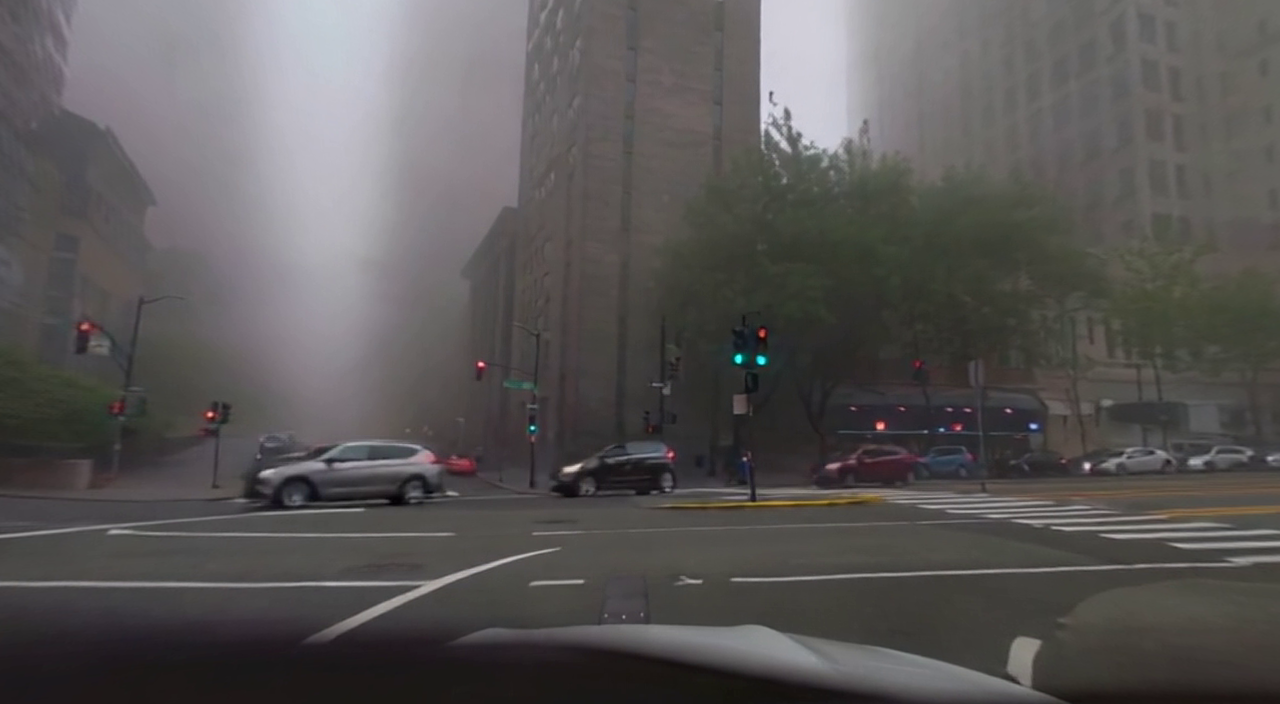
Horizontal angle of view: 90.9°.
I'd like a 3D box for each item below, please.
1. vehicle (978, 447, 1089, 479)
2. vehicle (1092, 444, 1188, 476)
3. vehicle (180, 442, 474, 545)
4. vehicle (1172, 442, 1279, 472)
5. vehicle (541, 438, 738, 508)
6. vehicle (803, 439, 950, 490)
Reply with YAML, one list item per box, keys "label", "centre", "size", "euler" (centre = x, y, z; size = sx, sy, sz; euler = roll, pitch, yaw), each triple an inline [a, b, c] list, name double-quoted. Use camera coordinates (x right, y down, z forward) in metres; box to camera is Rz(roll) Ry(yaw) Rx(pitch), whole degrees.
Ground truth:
- label: "vehicle"
  centre: [19.638, 5.541, 31.571]
  size: [4.418, 1.556, 1.814]
  euler: [1, -10, -7]
- label: "vehicle"
  centre: [25.667, 5.543, 32.420]
  size: [3.522, 1.546, 1.721]
  euler: [1, -9, -6]
- label: "vehicle"
  centre: [-5.293, 2.380, 11.371]
  size: [1.818, 1.439, 4.371]
  euler: [-5, -10, 30]
- label: "vehicle"
  centre: [30.563, 5.423, 32.705]
  size: [4.494, 1.481, 1.783]
  euler: [1, -9, -6]
- label: "vehicle"
  centre: [-0.038, 3.083, 16.493]
  size: [4.749, 1.624, 1.926]
  euler: [3, -9, -19]
- label: "vehicle"
  centre: [8.042, 3.831, 21.658]
  size: [4.291, 1.606, 1.859]
  euler: [1, -9, -8]
